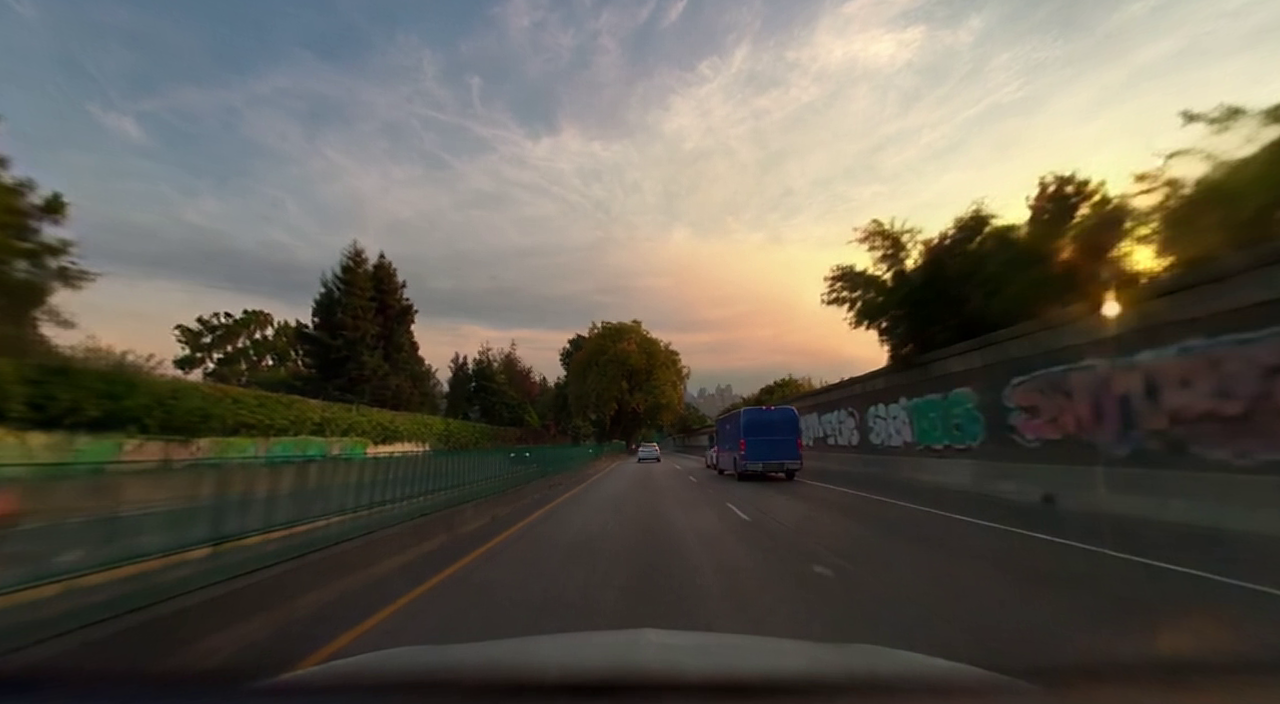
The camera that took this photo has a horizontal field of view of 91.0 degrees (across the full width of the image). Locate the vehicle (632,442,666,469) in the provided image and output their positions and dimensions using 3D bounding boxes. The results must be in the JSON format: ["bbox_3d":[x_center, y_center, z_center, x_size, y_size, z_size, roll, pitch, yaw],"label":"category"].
[{"bbox_3d":[0.530,6.418,39.325,2.030,1.572,4.067,0,-8,0],"label":"vehicle"}]

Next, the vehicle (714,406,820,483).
[{"bbox_3d":[4.837,3.737,25.487,2.712,2.659,6.992,0,-8,-1],"label":"vehicle"}]
